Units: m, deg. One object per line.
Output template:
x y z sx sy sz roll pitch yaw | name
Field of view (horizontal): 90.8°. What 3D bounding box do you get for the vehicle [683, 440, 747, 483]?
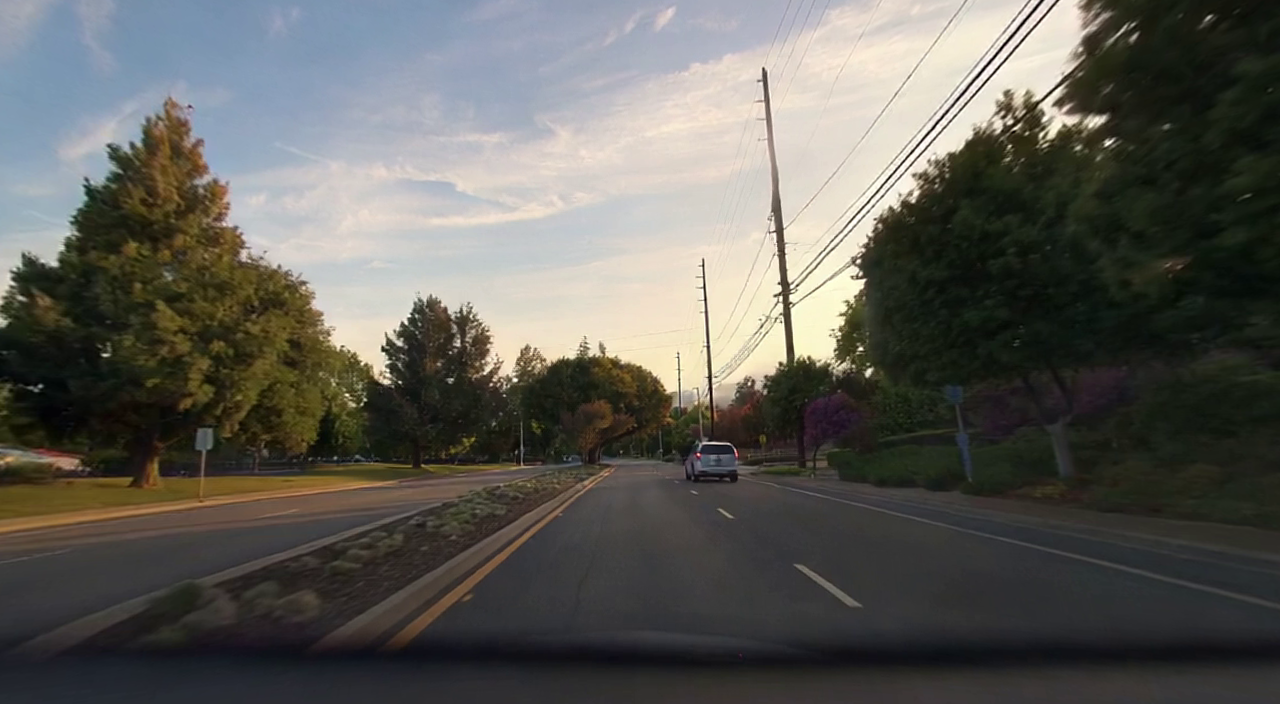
3.333 4.990 29.106 2.193 1.777 4.772 0 -9 -2 | vehicle
